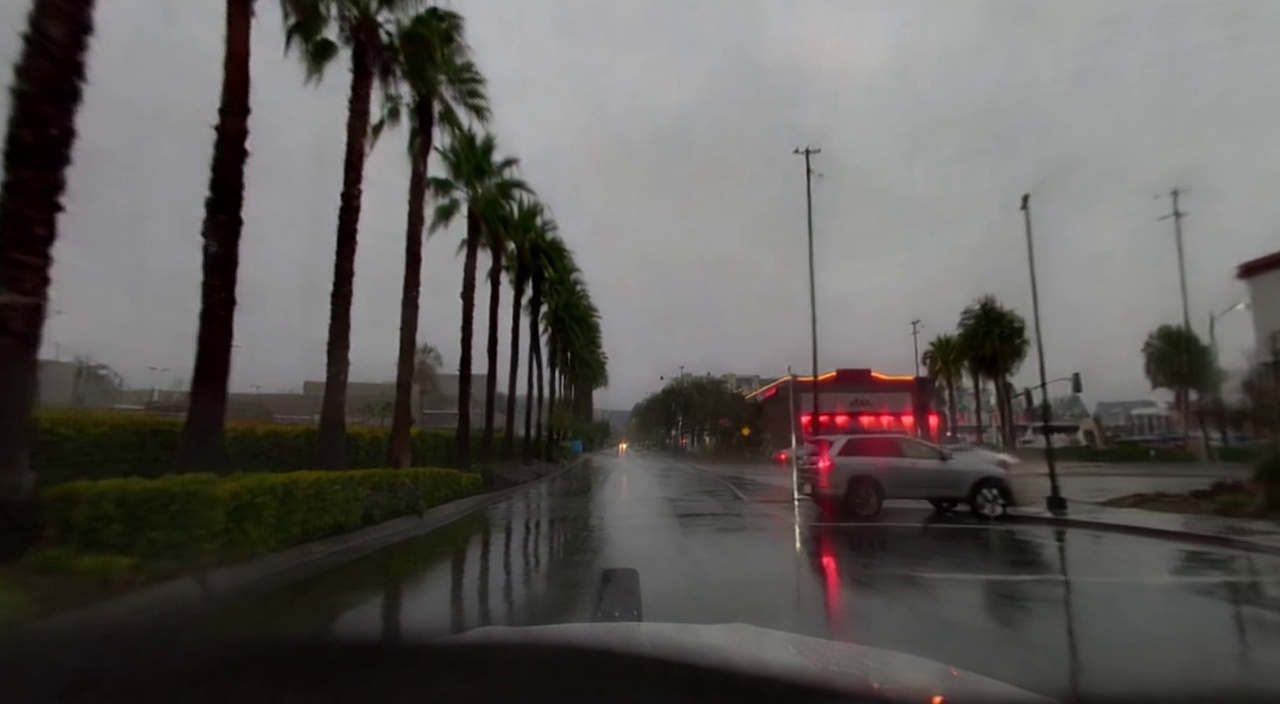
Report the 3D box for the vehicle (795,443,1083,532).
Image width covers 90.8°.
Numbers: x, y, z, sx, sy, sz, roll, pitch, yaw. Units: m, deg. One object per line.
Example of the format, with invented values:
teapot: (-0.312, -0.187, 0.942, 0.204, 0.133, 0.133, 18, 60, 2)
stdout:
vehicle: (5.731, 2.592, 12.515, 4.742, 1.506, 1.919, 0, -8, -5)
